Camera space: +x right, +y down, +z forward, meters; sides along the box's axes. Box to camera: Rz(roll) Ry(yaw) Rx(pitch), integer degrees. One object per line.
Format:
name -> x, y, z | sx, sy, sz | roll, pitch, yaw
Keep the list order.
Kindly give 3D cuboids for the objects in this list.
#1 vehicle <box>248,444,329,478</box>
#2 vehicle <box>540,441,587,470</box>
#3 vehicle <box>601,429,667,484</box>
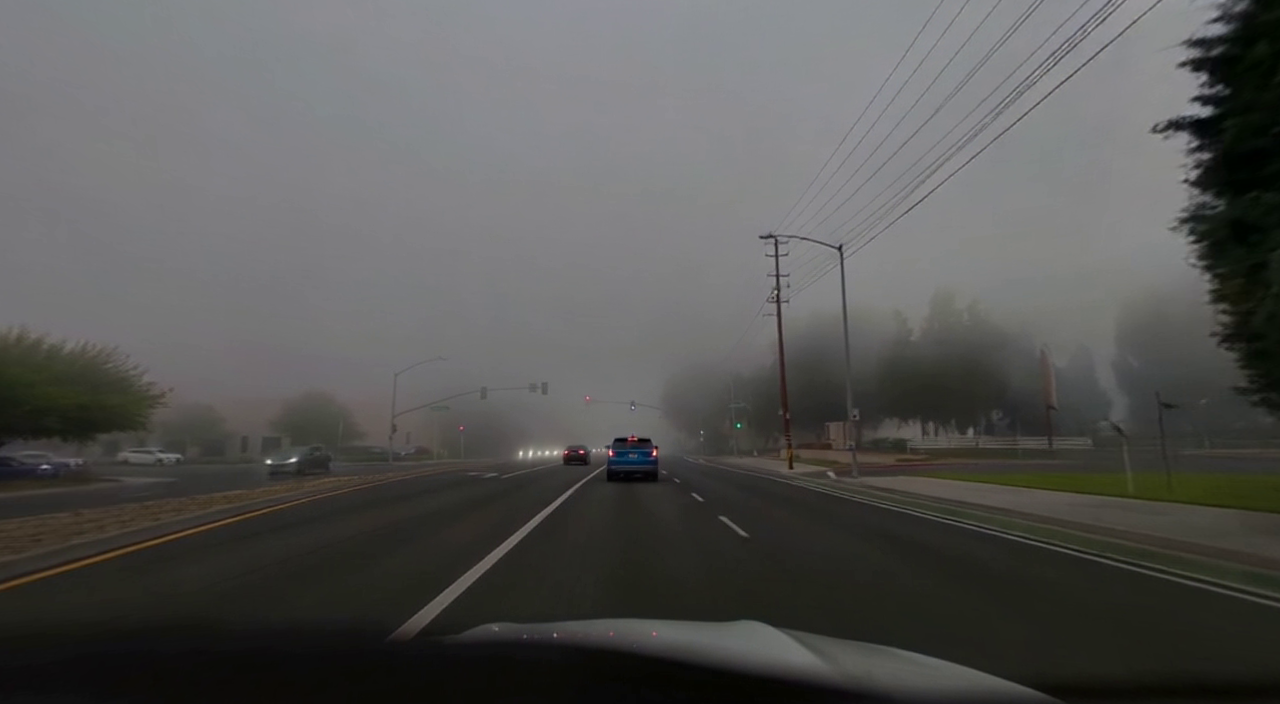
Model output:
vehicle -> -19.389, 6.013, 35.147 | 1.945, 1.700, 4.465 | 0, -8, 0
vehicle -> -4.051, 5.580, 34.271 | 2.075, 1.474, 4.367 | 0, -8, -1
vehicle -> -0.228, 3.777, 23.027 | 2.188, 1.782, 3.982 | 0, -8, -1
